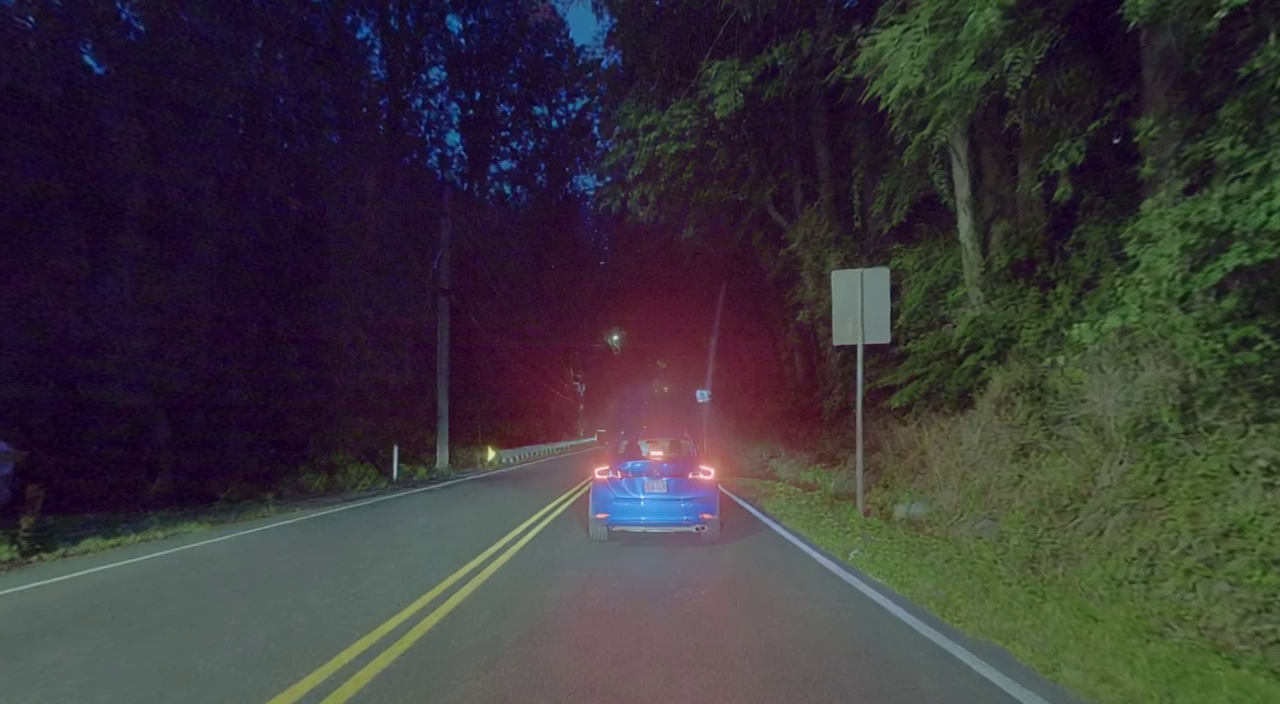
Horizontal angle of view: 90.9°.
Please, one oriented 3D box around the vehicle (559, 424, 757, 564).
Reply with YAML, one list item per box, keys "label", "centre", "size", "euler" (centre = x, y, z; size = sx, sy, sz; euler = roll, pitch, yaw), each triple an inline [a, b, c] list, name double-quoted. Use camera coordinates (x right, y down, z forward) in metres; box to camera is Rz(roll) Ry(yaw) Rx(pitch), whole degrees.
- label: "vehicle"
  centre: [0.234, 1.849, 8.909]
  size: [2.187, 1.533, 3.726]
  euler: [0, -8, 1]
